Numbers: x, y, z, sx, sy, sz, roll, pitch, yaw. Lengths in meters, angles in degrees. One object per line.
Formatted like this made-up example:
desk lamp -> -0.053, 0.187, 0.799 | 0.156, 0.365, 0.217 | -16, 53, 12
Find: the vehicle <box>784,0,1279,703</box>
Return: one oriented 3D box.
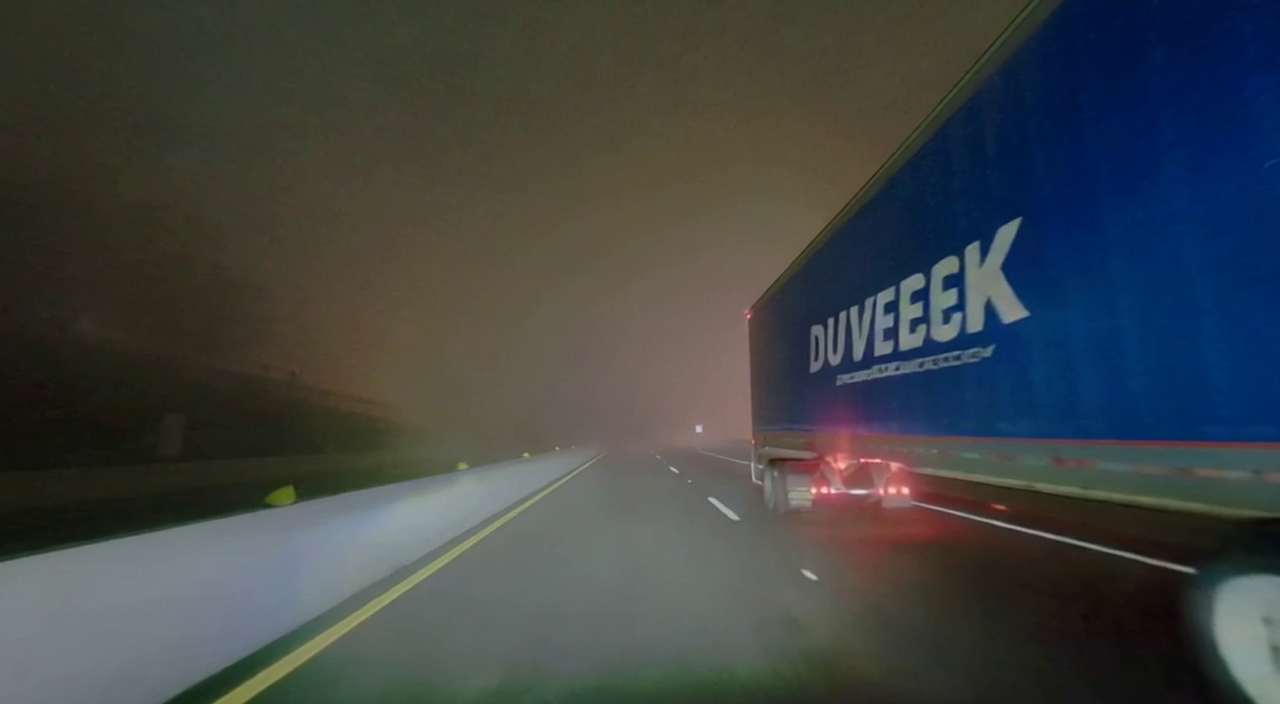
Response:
vehicle -> 3.859, -0.111, 4.442 | 2.995, 3.911, 10.582 | 0, -8, -1
